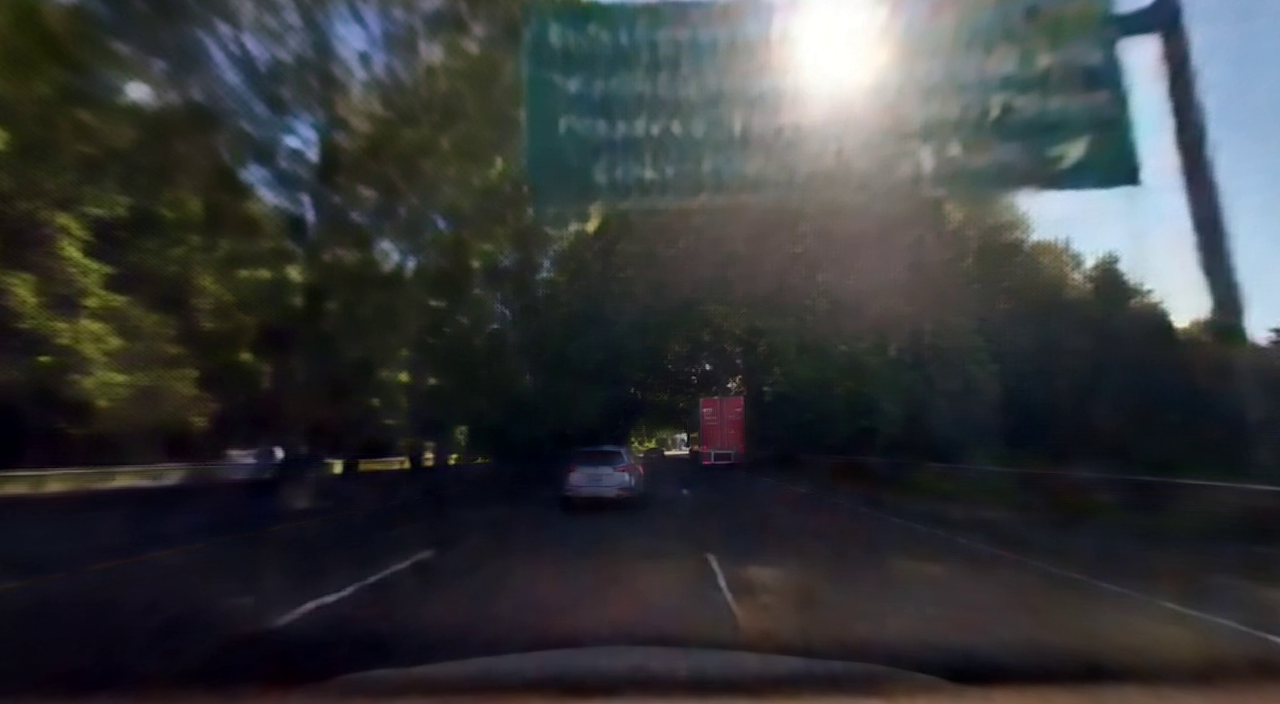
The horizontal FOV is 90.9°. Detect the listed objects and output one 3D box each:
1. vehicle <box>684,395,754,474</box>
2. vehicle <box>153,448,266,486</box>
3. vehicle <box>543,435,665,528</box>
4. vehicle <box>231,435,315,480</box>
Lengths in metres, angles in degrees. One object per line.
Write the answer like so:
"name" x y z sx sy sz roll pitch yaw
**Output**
"vehicle" 4.499 5.271 39.052 2.960 4.018 13.834 0 -9 2
"vehicle" -19.524 5.217 28.849 1.828 1.568 4.418 0 -9 3
"vehicle" -0.509 2.527 12.855 2.039 1.532 4.610 0 -9 2
"vehicle" -19.333 5.556 33.392 2.010 2.199 3.623 -1 -9 4
